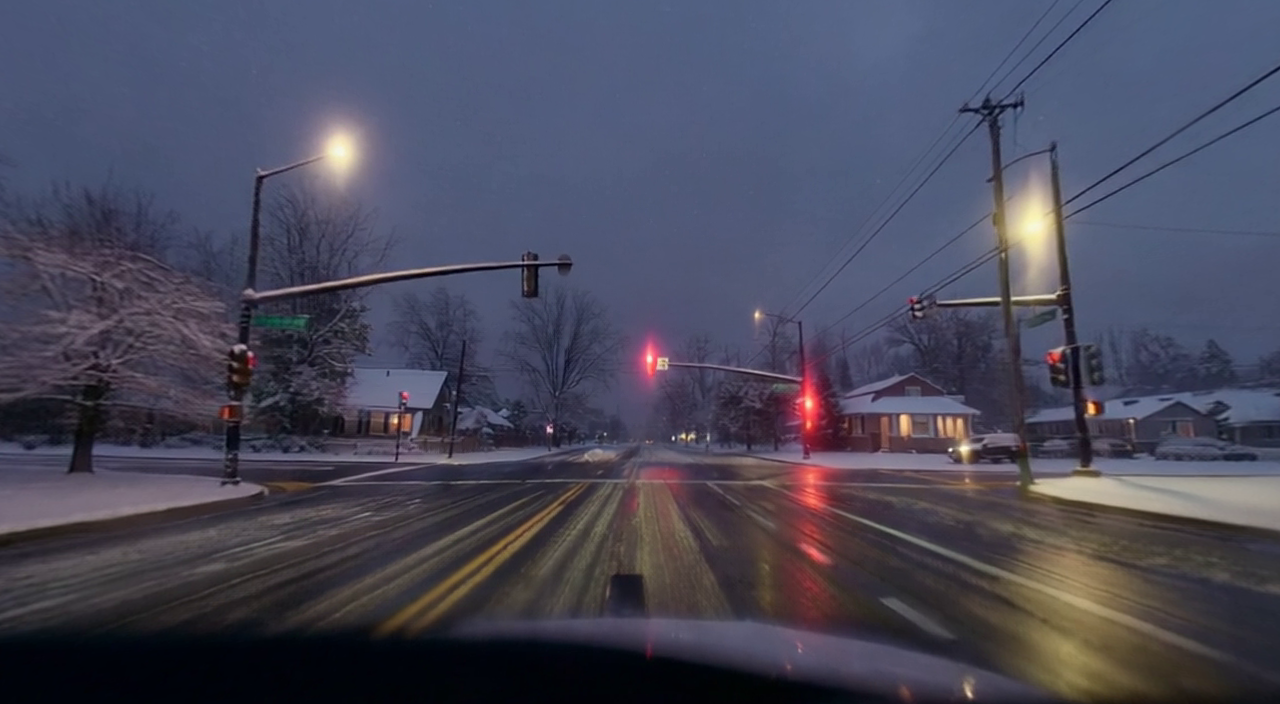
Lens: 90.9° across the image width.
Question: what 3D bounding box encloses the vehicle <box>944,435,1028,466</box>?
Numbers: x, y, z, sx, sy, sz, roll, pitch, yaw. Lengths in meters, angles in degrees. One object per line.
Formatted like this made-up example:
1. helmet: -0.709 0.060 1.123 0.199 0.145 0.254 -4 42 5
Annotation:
1. vehicle: 22.970 6.557 42.108 2.030 1.927 4.853 2 -9 -14
